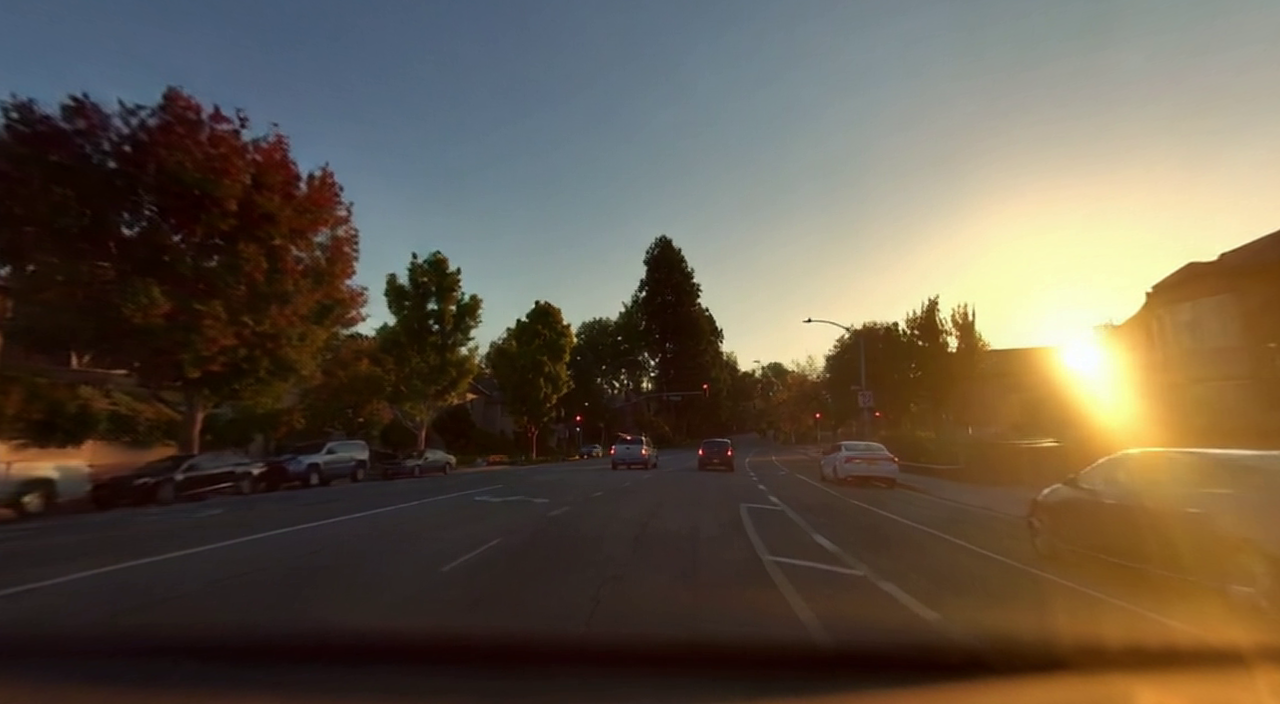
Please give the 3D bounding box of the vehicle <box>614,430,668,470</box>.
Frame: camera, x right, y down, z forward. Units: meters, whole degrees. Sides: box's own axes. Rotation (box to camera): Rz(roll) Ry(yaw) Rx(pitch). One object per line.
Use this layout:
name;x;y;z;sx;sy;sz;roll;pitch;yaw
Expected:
vehicle;0.148;4.830;31.289;1.877;1.827;4.298;-2;-9;11

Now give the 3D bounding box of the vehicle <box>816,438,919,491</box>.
vehicle;7.234;3.595;20.686;2.104;1.489;4.962;-1;-8;7

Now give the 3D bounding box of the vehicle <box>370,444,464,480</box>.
vehicle;-9.967;4.949;28.686;1.782;1.472;4.744;-2;-9;11

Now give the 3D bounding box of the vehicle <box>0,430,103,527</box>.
vehicle;-12.683;2.247;11.115;1.977;1.761;4.990;0;-8;1

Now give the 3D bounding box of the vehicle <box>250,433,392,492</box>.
vehicle;-11.196;3.891;22.702;2.115;1.853;4.745;-1;-8;8

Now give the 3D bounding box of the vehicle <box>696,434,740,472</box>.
vehicle;3.878;4.872;30.739;1.852;1.680;4.488;-2;-9;10

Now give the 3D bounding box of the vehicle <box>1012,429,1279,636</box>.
vehicle;5.594;1.447;5.575;1.957;1.461;4.547;0;-8;2

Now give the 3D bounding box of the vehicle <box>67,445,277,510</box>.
vehicle;-12.142;3.243;16.875;1.809;1.469;4.485;-1;-8;7
